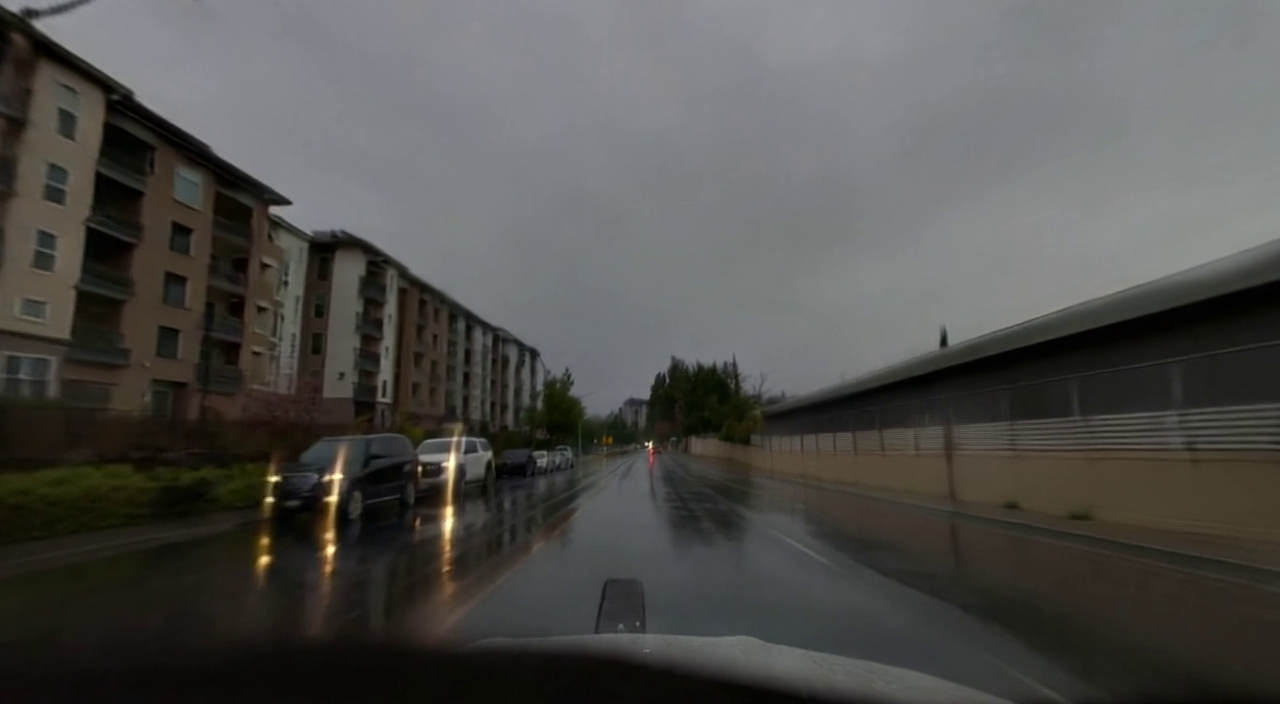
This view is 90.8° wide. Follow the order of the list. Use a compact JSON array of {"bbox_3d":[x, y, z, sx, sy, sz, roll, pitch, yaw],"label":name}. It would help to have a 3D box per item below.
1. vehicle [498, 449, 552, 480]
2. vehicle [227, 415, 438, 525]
[{"bbox_3d":[-6.194,6.089,34.438,1.914,1.417,4.750,2,-8,1],"label":"vehicle"},{"bbox_3d":[-6.548,2.577,14.330,2.192,1.965,4.917,2,-9,1],"label":"vehicle"}]
